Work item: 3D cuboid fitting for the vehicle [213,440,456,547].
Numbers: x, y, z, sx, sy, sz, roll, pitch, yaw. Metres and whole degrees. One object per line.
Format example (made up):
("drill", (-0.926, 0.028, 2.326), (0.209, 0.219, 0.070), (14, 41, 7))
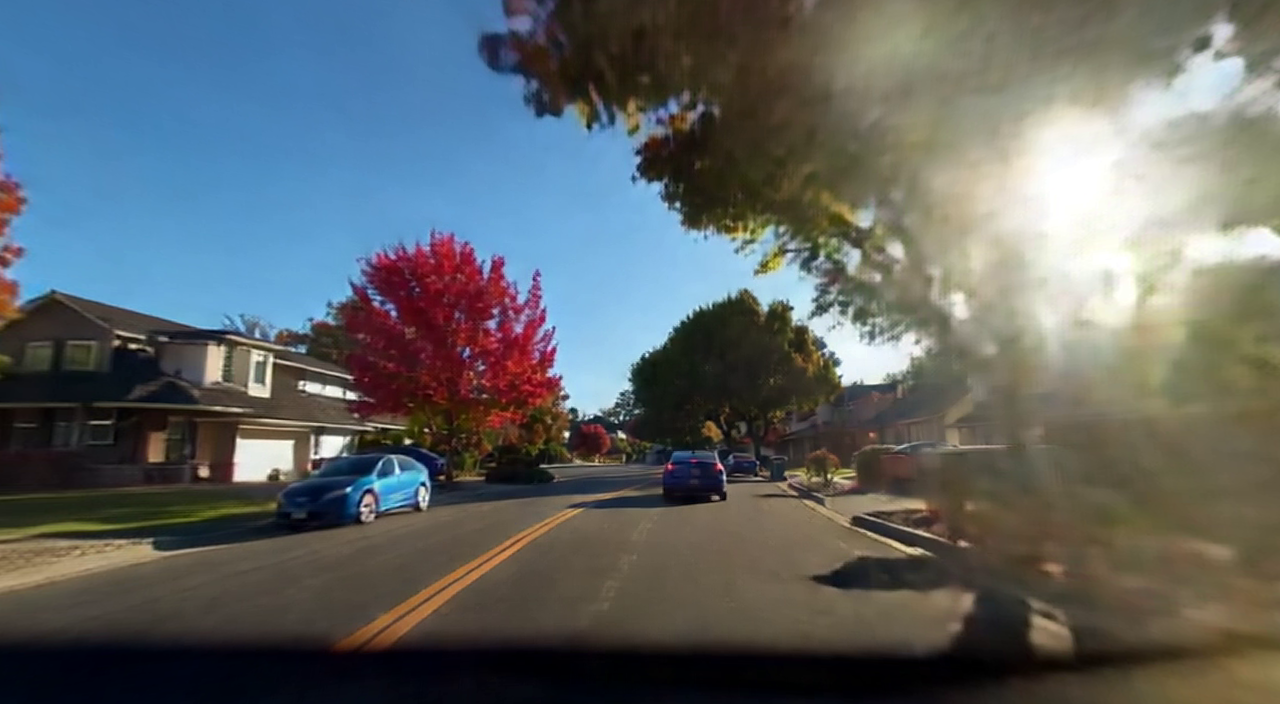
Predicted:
("vehicle", (-6.108, 2.842, 13.566), (2.641, 1.747, 4.738), (-3, -8, 4))

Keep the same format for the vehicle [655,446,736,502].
("vehicle", (1.620, 3.638, 19.310), (2.192, 1.474, 4.192), (-1, -9, 3))

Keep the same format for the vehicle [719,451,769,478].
("vehicle", (6.039, 6.602, 37.227), (2.089, 1.462, 4.529), (0, -9, -1))

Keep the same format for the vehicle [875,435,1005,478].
("vehicle", (12.928, 4.515, 27.429), (4.524, 1.587, 2.064), (-2, -8, -2))
